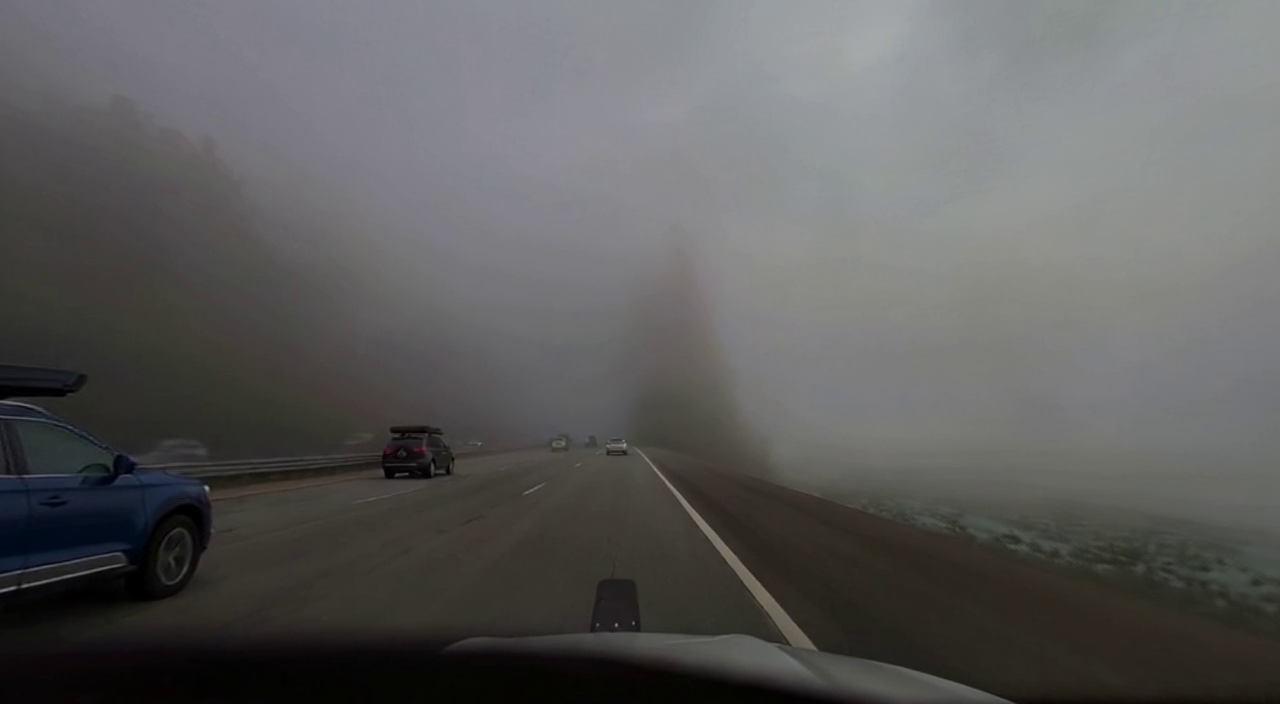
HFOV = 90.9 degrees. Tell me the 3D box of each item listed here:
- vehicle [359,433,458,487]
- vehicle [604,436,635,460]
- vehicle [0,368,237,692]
[{"bbox_3d":[-8.225,3.843,22.823,1.964,1.745,4.338,0,-8,-1],"label":"vehicle"},{"bbox_3d":[-1.494,7.077,46.706,2.178,1.658,3.916,0,-8,-1],"label":"vehicle"},{"bbox_3d":[-4.504,0.925,3.070,2.069,1.748,4.652,0,-8,-1],"label":"vehicle"}]
